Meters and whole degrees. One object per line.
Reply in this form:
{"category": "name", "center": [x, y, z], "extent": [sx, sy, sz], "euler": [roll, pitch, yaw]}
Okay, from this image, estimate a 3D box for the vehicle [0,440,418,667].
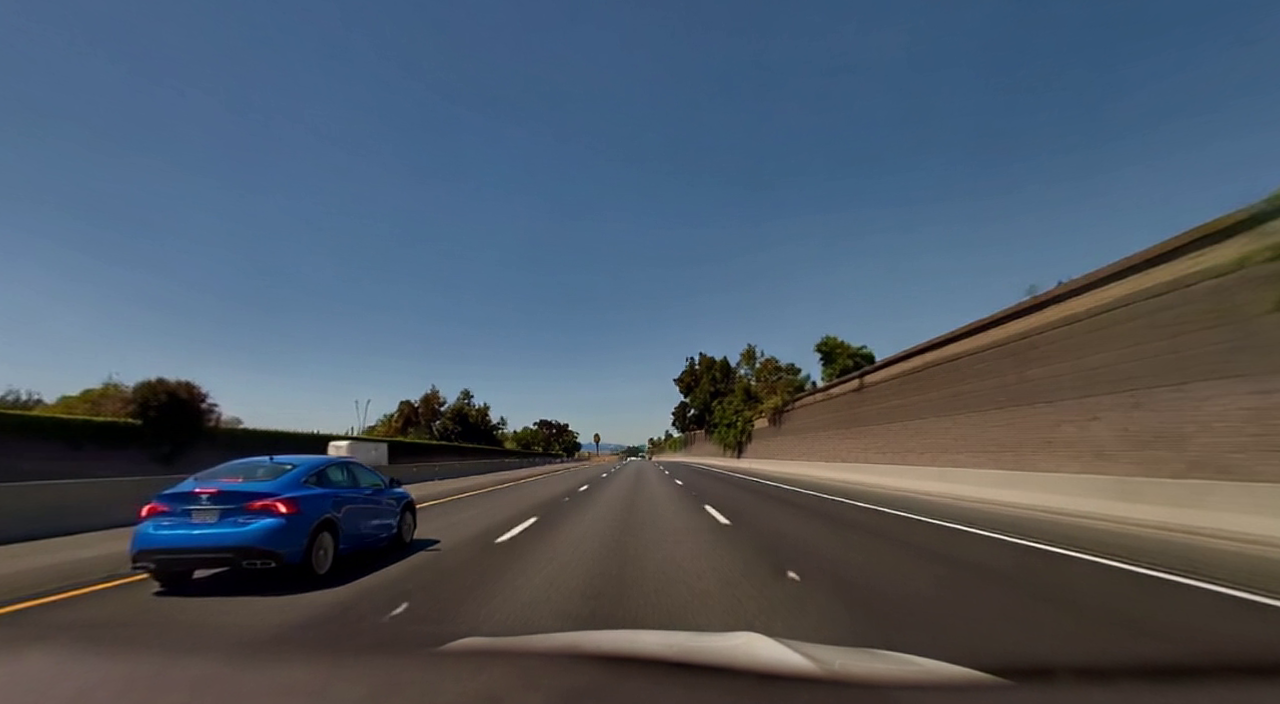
{"category": "vehicle", "center": [-3.851, 1.630, 6.141], "extent": [1.935, 1.479, 3.787], "euler": [0, -9, 1]}
